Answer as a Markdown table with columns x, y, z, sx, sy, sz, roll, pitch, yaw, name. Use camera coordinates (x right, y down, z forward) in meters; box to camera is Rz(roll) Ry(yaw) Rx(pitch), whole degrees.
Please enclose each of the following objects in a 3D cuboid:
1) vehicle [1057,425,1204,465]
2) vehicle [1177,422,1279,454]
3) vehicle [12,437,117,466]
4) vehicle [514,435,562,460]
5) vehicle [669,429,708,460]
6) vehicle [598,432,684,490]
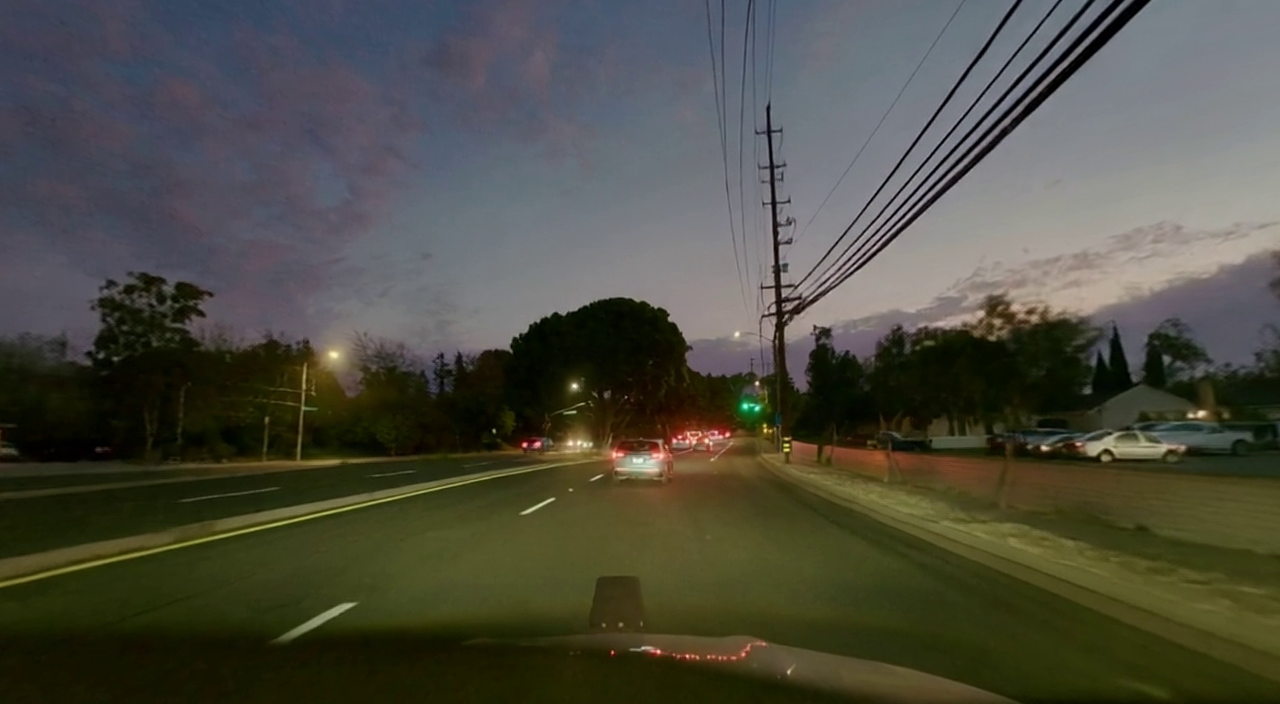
| x | y | z | sx | sy | sz | roll | pitch | yaw | name |
| --- | --- | --- | --- | --- | --- | --- | --- | --- | --- |
| 21.332 | 4.092 | 27.609 | 4.674 | 1.500 | 1.889 | 1 | -9 | 8 | vehicle |
| 33.506 | 4.788 | 35.330 | 4.689 | 1.603 | 1.929 | -3 | -7 | 11 | vehicle |
| -36.954 | 6.391 | 40.688 | 1.866 | 1.739 | 4.941 | -1 | -8 | 5 | vehicle |
| -6.543 | 6.194 | 40.855 | 1.983 | 1.485 | 4.159 | -1 | -8 | 6 | vehicle |
| 3.266 | 6.134 | 41.754 | 2.158 | 1.939 | 4.935 | -2 | -9 | 9 | vehicle |
| 0.157 | 3.109 | 18.276 | 2.117 | 1.474 | 4.036 | -1 | -8 | 5 | vehicle |
